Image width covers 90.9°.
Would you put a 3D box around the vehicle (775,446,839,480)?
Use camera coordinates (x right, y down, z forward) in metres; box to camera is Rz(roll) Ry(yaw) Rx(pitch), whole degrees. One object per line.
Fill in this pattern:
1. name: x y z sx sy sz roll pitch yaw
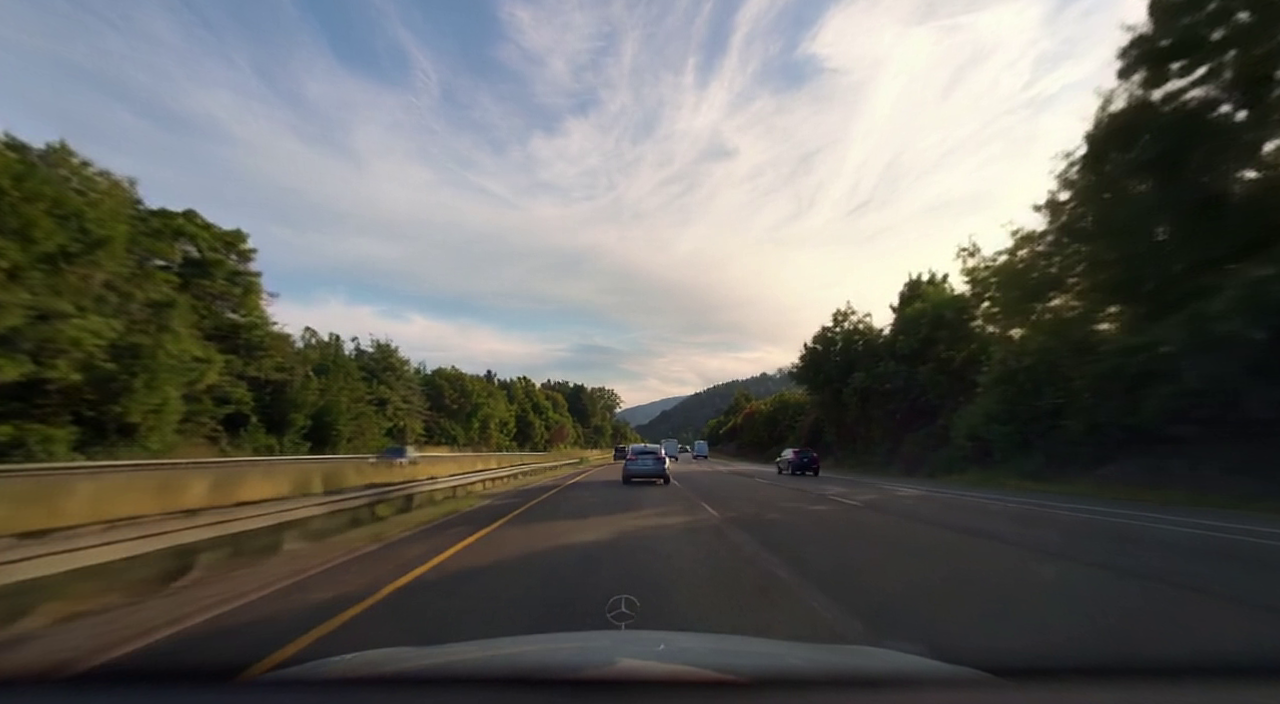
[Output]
1. vehicle: 7.873 5.242 30.050 1.926 1.483 3.528 0 -9 -3

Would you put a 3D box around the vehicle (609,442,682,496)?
1. vehicle: 0.100 3.607 19.818 2.053 1.483 4.185 0 -9 -1

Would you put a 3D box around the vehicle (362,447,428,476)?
1. vehicle: -13.527 6.062 35.119 1.973 1.481 4.321 0 -9 0
